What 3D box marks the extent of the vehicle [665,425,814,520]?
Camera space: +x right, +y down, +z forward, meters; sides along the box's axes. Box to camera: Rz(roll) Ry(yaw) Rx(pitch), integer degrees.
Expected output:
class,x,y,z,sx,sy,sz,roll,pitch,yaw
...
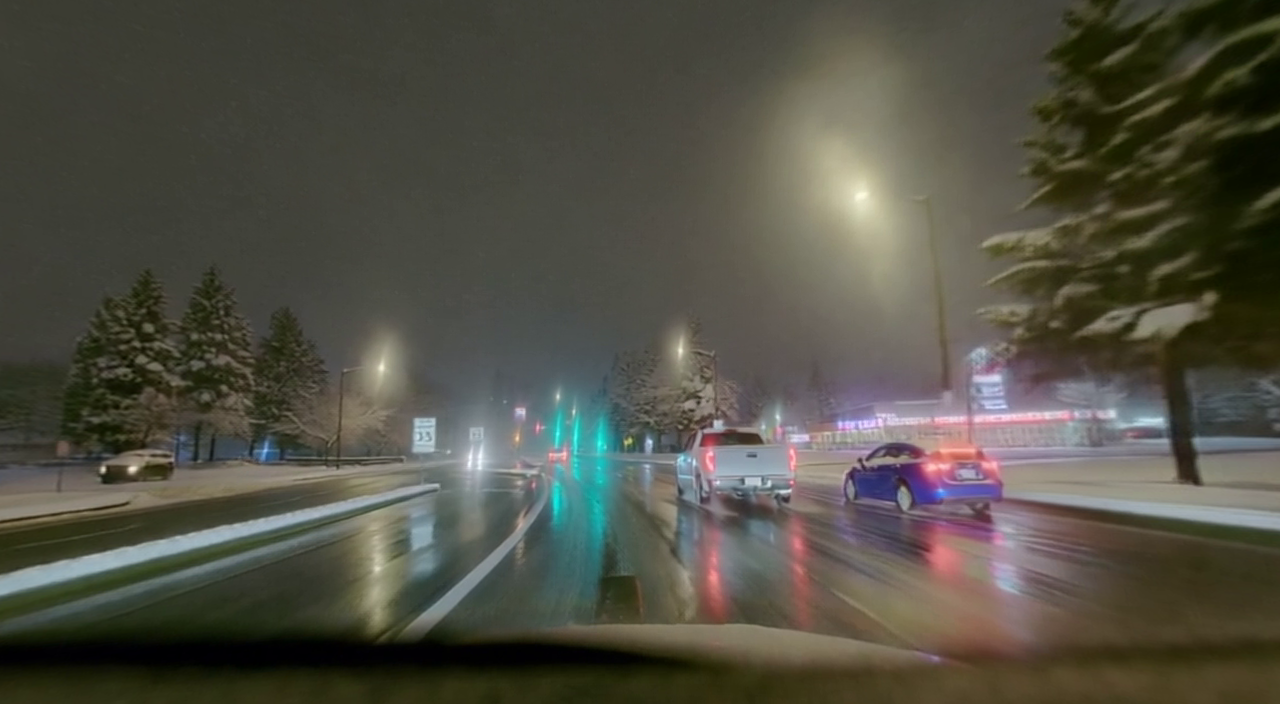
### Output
class,x,y,z,sx,sy,sz,roll,pitch,yaw
vehicle,1.976,2.637,14.457,2.214,1.749,4.998,0,-9,-5

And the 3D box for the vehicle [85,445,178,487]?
class,x,y,z,sx,sy,sz,roll,pitch,yaw
vehicle,-34.162,7.610,42.704,2.217,2.629,5.839,1,-9,-11

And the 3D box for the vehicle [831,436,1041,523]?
class,x,y,z,sx,sy,sz,roll,pitch,yaw
vehicle,5.791,2.522,13.105,1.986,1.480,4.296,0,-9,-5
